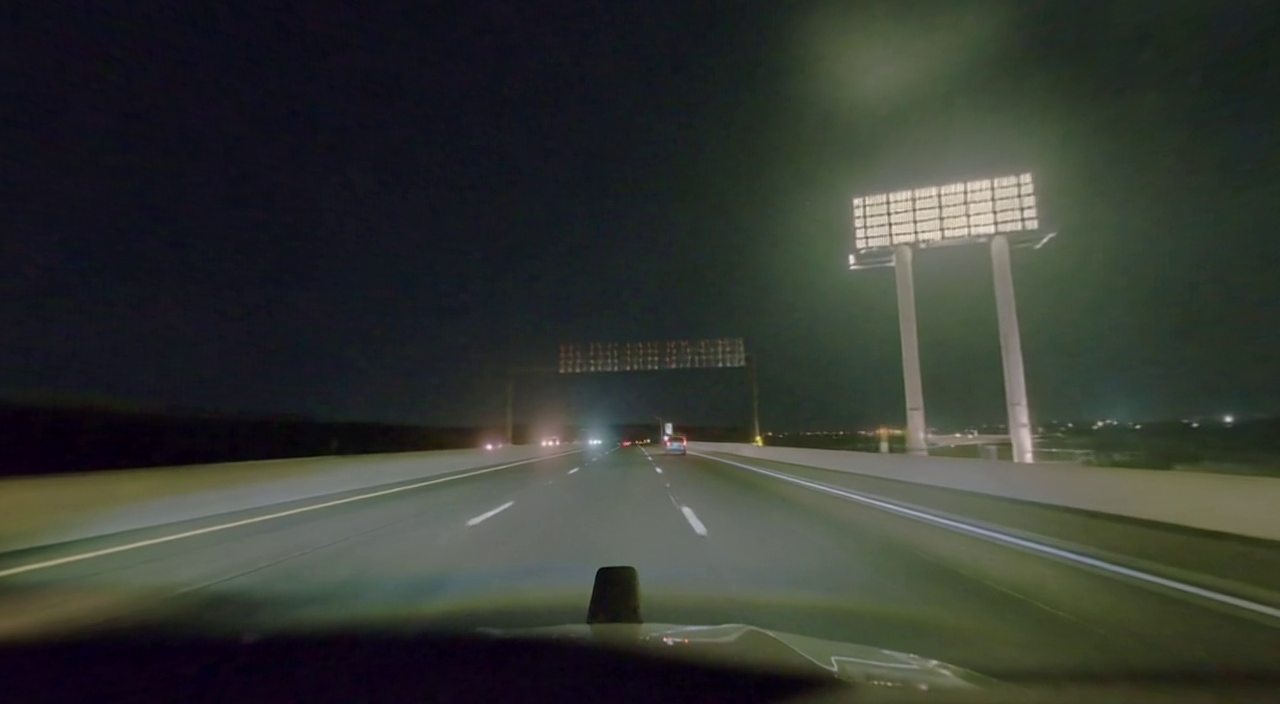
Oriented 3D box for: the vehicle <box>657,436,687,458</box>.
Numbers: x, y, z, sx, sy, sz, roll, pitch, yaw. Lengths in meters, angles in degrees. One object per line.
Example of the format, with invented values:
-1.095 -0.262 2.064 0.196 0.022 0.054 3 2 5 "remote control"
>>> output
2.283 6.845 45.454 1.946 1.481 3.969 0 -8 0 "vehicle"
